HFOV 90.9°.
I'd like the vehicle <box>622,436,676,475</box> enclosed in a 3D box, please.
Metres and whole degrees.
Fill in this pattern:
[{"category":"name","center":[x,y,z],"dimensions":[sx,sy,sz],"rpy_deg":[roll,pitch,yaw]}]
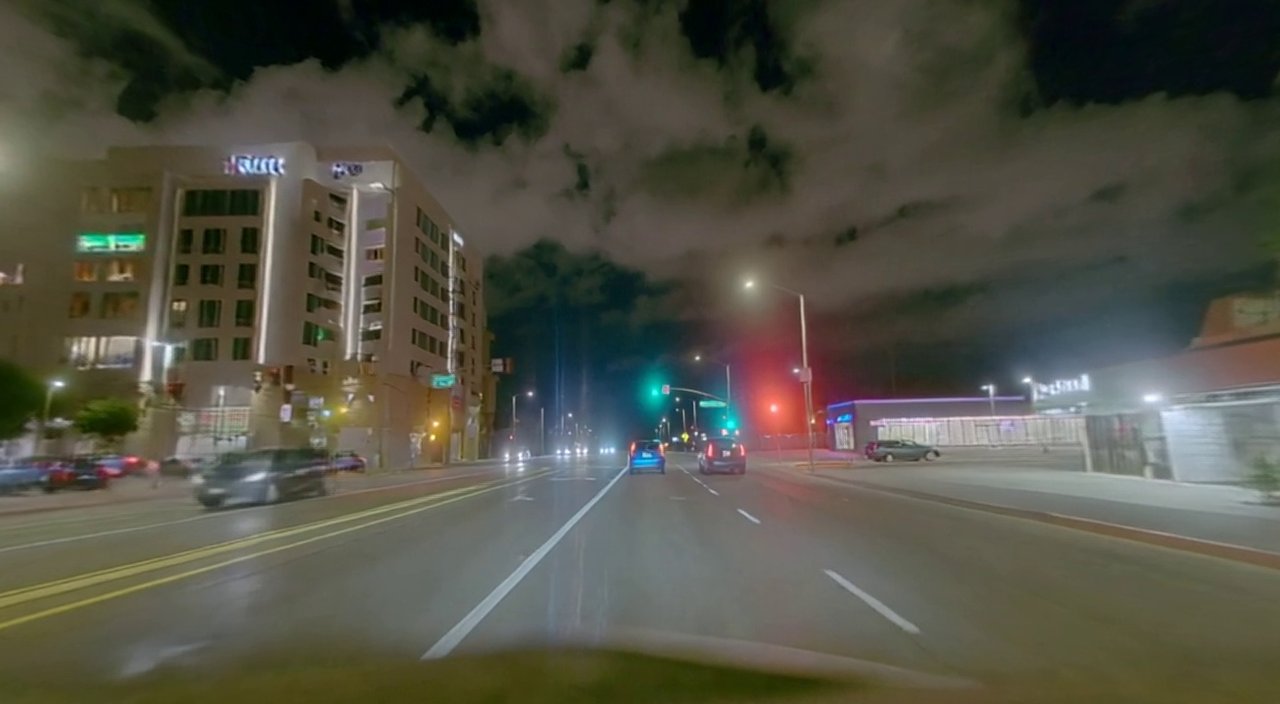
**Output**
[{"category":"vehicle","center":[0.383,4.622,28.301],"dimensions":[2.245,1.587,4.094],"rpy_deg":[0,-9,0]}]

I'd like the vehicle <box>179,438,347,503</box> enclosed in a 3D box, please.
[{"category":"vehicle","center":[-10.878,3.437,18.687],"dimensions":[2.232,1.669,4.354],"rpy_deg":[0,-9,1]}]

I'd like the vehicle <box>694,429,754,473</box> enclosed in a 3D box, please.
[{"category":"vehicle","center":[3.924,4.773,30.483],"dimensions":[2.159,1.938,4.836],"rpy_deg":[0,-9,-1]}]

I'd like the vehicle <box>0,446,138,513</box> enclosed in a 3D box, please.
[{"category":"vehicle","center":[-20.188,4.149,20.826],"dimensions":[5.223,2.060,2.247],"rpy_deg":[0,-9,1]}]

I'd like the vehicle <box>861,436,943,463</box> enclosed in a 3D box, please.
[{"category":"vehicle","center":[17.497,6.540,42.279],"dimensions":[4.556,1.693,2.030],"rpy_deg":[1,-9,-1]}]
